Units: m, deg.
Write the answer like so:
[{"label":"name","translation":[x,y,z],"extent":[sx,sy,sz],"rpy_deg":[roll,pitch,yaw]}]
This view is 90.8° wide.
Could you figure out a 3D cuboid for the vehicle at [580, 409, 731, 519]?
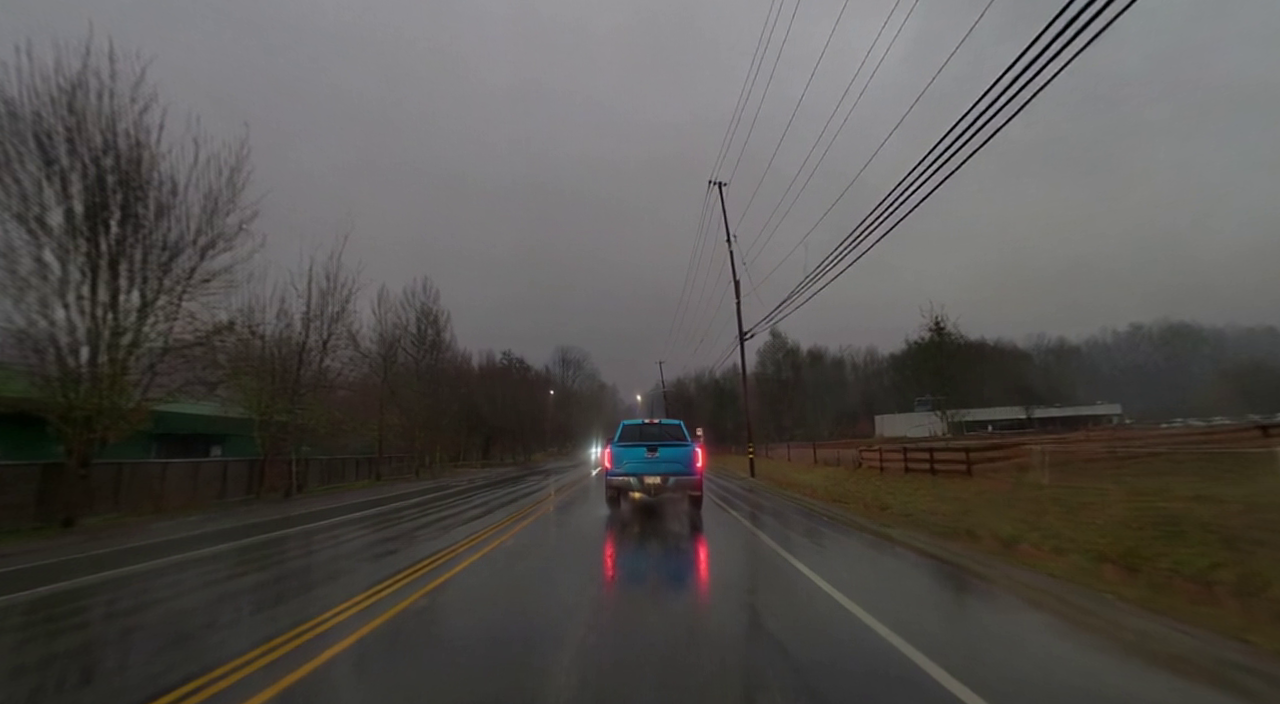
[{"label":"vehicle","translation":[0.231,2.465,14.480],"extent":[2.693,1.941,6.356],"rpy_deg":[0,-9,-1]}]
